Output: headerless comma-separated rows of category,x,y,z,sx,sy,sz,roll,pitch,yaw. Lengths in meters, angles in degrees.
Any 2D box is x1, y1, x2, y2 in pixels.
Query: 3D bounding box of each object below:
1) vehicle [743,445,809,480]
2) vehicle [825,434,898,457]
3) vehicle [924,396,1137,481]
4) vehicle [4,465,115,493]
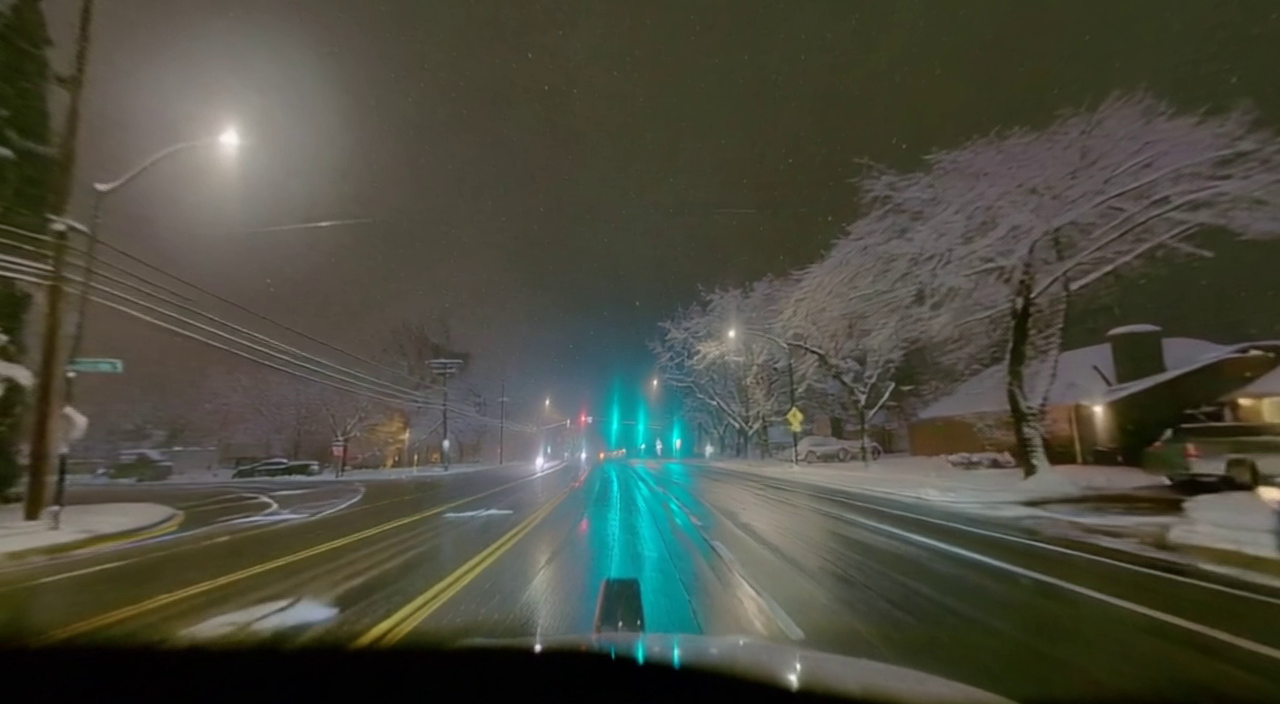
vehicle,6.150,5.041,29.142,1.969,1.495,4.328,0,-9,-2
vehicle,16.348,6.945,46.748,4.658,1.468,1.905,-3,-9,-1
vehicle,12.816,2.880,21.086,5.348,2.455,2.419,-2,-9,-1
vehicle,-32.375,7.077,35.309,4.242,1.473,1.820,0,-9,-2
